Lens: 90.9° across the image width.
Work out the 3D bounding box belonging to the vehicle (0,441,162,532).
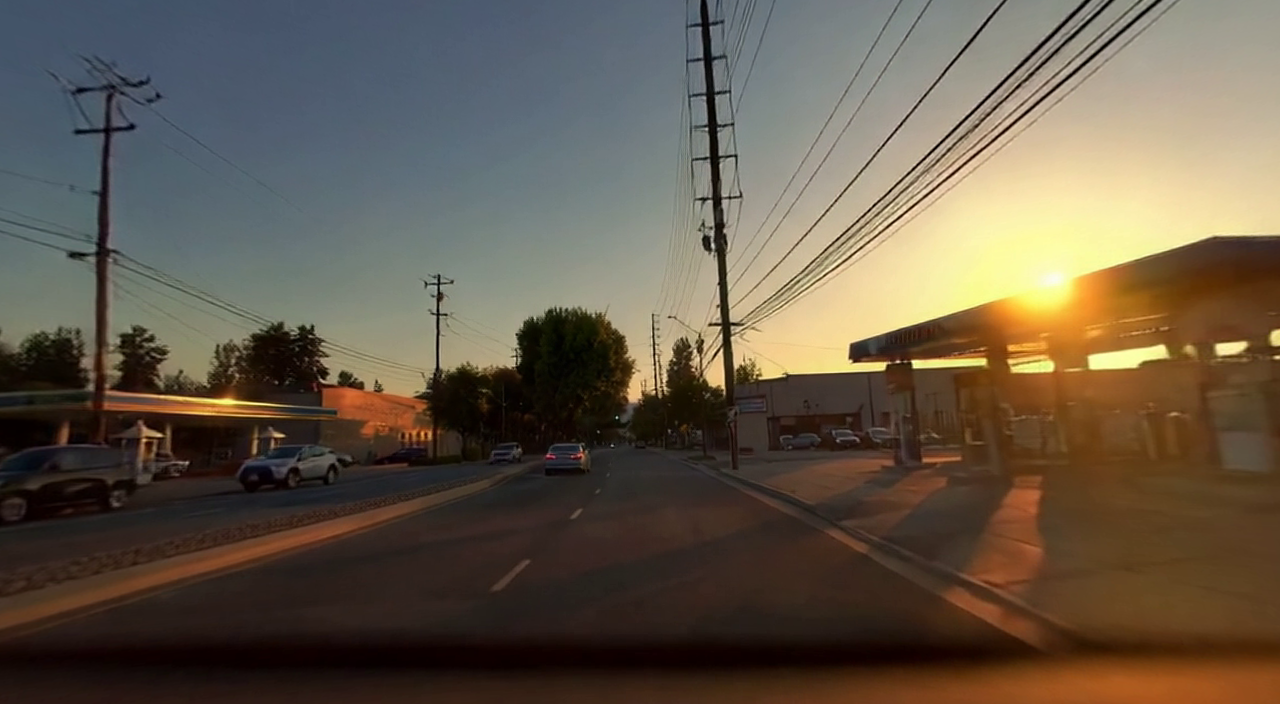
[{"bbox_3d":[-16.016,3.488,17.084,2.336,2.092,4.625,0,-8,1],"label":"vehicle"}]

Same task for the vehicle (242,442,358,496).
[{"bbox_3d":[-15.035,5.141,28.287,2.353,2.144,4.847,-1,-8,2],"label":"vehicle"}]

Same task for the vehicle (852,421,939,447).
[{"bbox_3d":[17.173,5.532,42.532,4.943,1.646,2.072,0,-8,-2],"label":"vehicle"}]

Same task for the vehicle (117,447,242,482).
[{"bbox_3d":[-23.785,5.805,32.757,4.687,1.696,2.269,0,-8,0],"label":"vehicle"}]

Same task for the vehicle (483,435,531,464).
[{"bbox_3d":[-10.190,7.510,48.779,2.437,2.069,5.159,-1,-8,2],"label":"vehicle"}]

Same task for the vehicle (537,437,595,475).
[{"bbox_3d":[-3.119,4.462,27.309,2.073,1.525,3.968,0,-8,-1],"label":"vehicle"}]
